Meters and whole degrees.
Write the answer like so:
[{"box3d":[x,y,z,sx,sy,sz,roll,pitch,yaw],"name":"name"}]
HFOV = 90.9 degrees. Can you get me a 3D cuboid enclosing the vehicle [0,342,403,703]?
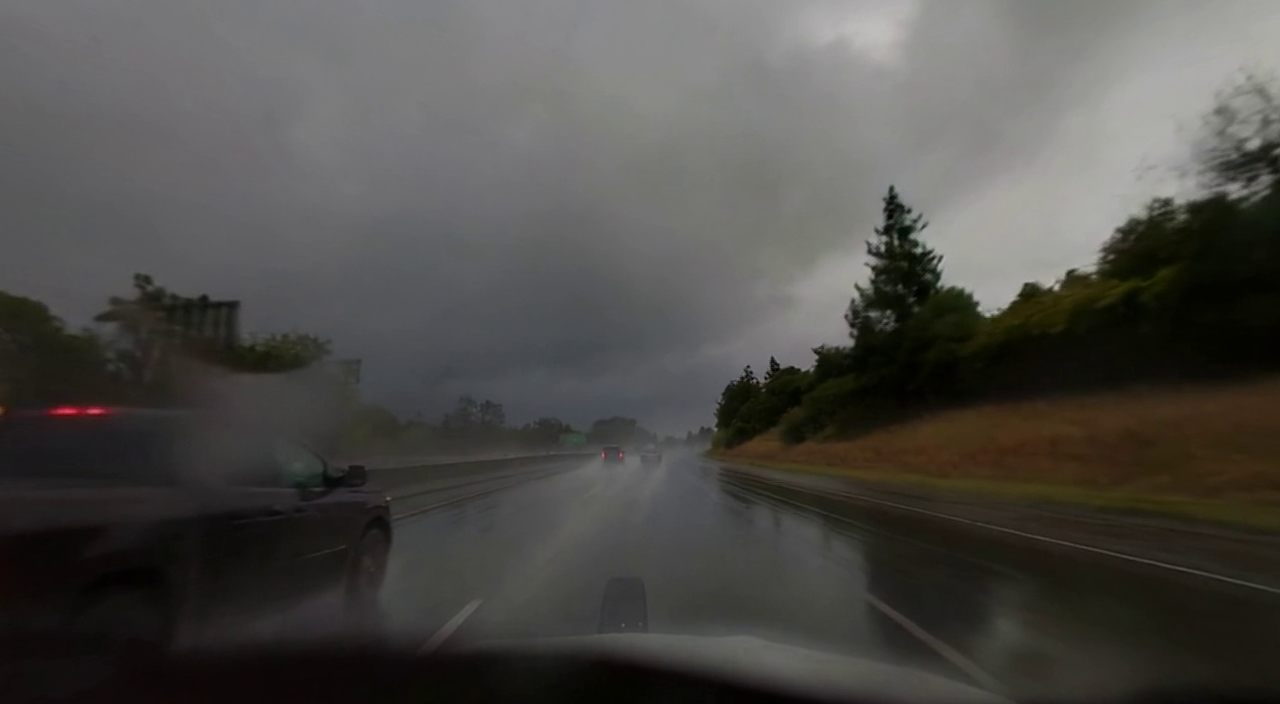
[{"box3d":[-3.298,1.064,3.785,2.043,1.689,4.314,0,-9,0],"name":"vehicle"}]
